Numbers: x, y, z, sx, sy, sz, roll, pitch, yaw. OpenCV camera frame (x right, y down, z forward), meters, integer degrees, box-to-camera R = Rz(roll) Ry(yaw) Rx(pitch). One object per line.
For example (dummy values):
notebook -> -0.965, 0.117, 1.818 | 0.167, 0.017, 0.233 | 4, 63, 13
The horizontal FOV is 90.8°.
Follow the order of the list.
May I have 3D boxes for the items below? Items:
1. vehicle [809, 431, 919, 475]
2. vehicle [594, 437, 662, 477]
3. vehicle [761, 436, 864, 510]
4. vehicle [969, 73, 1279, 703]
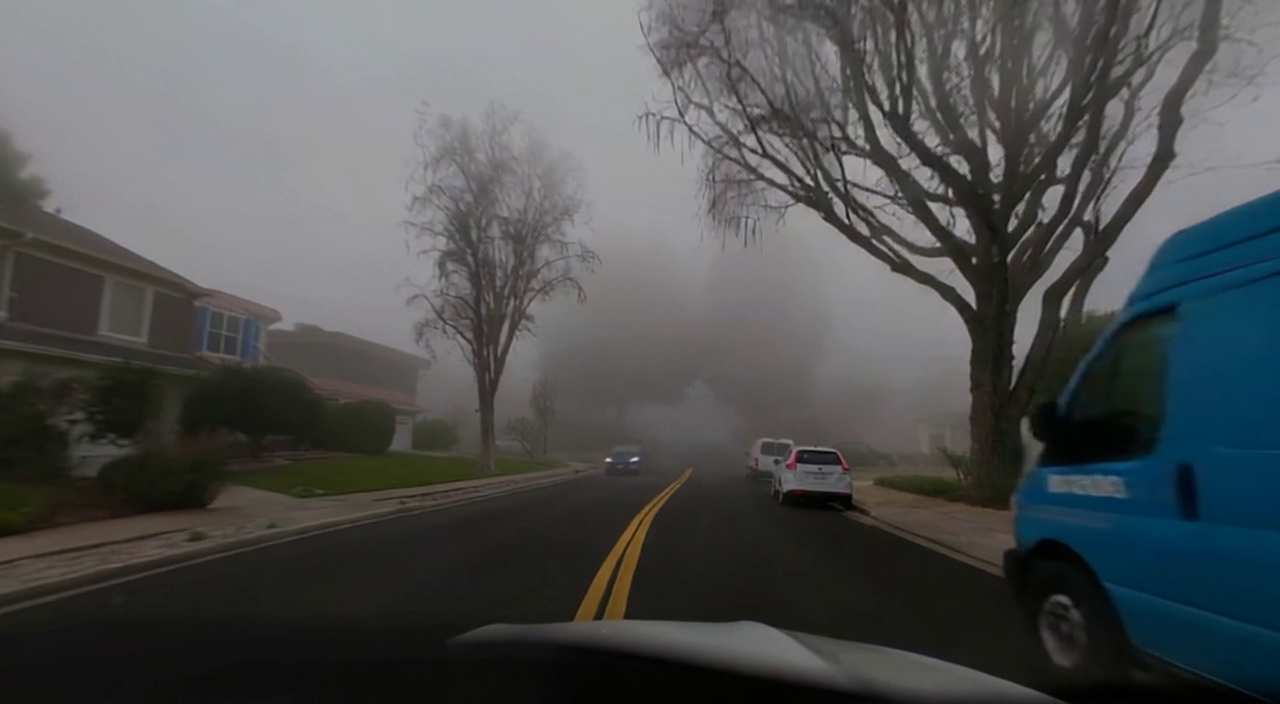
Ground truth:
vehicle -> 11.809, 5.389, 33.685 | 4.912, 1.866, 2.359 | -5, -9, 4
vehicle -> -0.445, 5.020, 30.554 | 2.278, 1.704, 5.321 | -1, -9, 11
vehicle -> 4.357, 3.078, 16.607 | 1.822, 1.668, 4.147 | 0, -8, 4
vehicle -> 3.644, 0.205, 1.037 | 2.684, 2.712, 6.197 | 1, -8, -2
